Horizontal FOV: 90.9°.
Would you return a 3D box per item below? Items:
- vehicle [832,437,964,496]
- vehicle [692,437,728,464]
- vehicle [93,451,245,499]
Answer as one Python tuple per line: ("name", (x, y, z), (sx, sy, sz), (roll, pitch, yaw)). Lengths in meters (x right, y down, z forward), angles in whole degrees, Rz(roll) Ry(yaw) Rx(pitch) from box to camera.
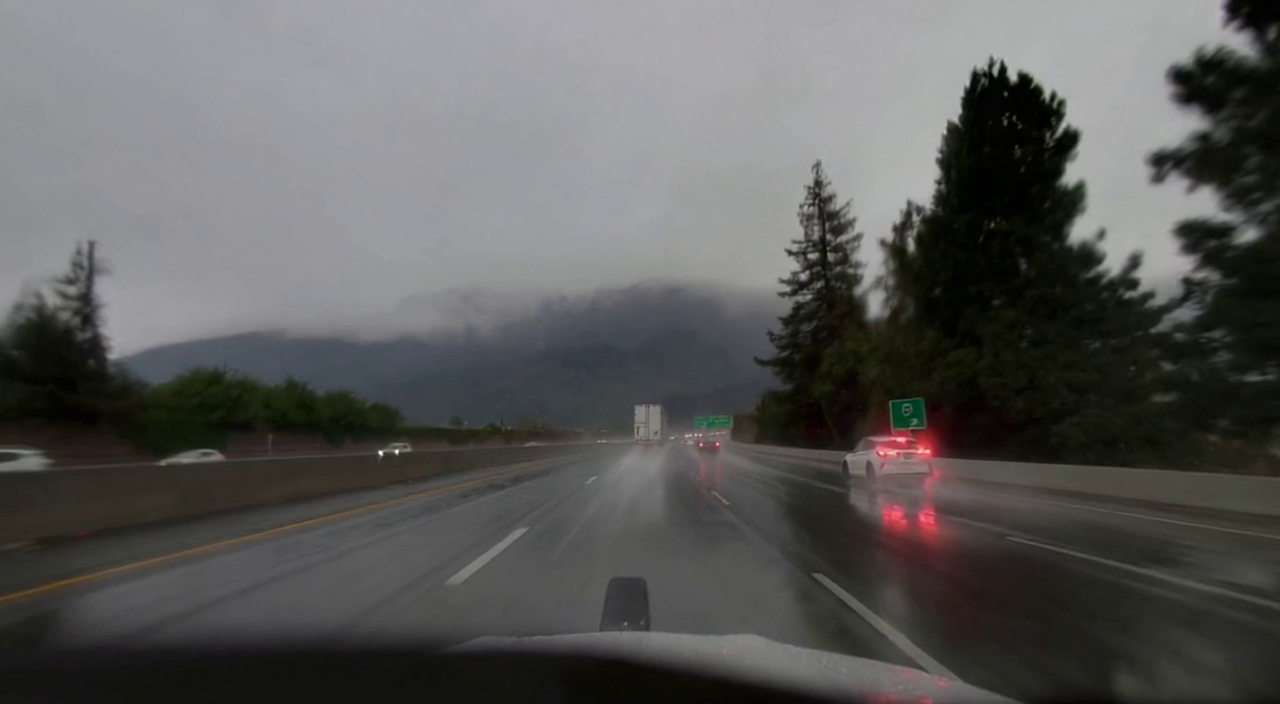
("vehicle", (7.054, 3.153, 17.780), (1.982, 1.440, 4.171), (0, -8, 1))
("vehicle", (4.452, 6.321, 40.658), (1.880, 1.624, 3.941), (0, -8, 0))
("vehicle", (-16.483, 4.293, 22.420), (1.930, 1.474, 4.492), (0, -9, 0))
